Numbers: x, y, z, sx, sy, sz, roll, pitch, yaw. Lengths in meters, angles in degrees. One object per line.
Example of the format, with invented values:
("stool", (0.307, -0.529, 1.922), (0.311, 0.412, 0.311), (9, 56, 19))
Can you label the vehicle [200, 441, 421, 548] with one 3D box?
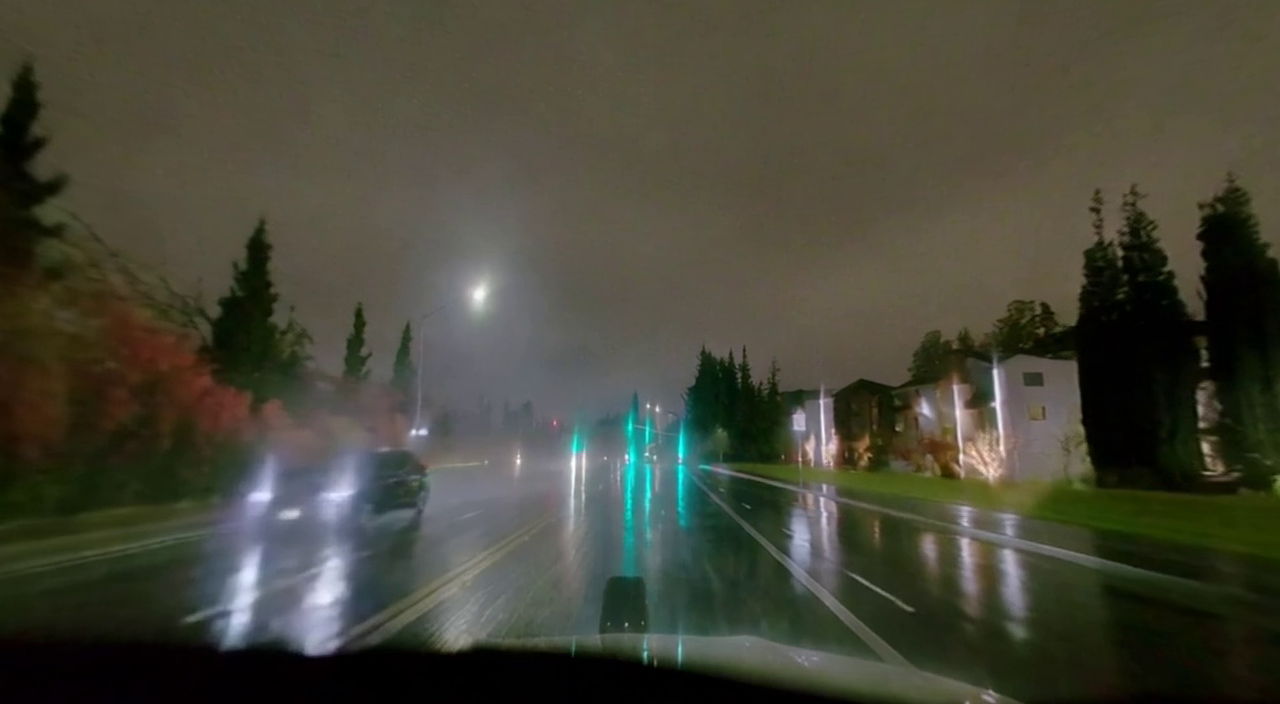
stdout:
("vehicle", (-5.508, 2.376, 11.222), (1.816, 1.543, 3.931), (0, -8, 0))
